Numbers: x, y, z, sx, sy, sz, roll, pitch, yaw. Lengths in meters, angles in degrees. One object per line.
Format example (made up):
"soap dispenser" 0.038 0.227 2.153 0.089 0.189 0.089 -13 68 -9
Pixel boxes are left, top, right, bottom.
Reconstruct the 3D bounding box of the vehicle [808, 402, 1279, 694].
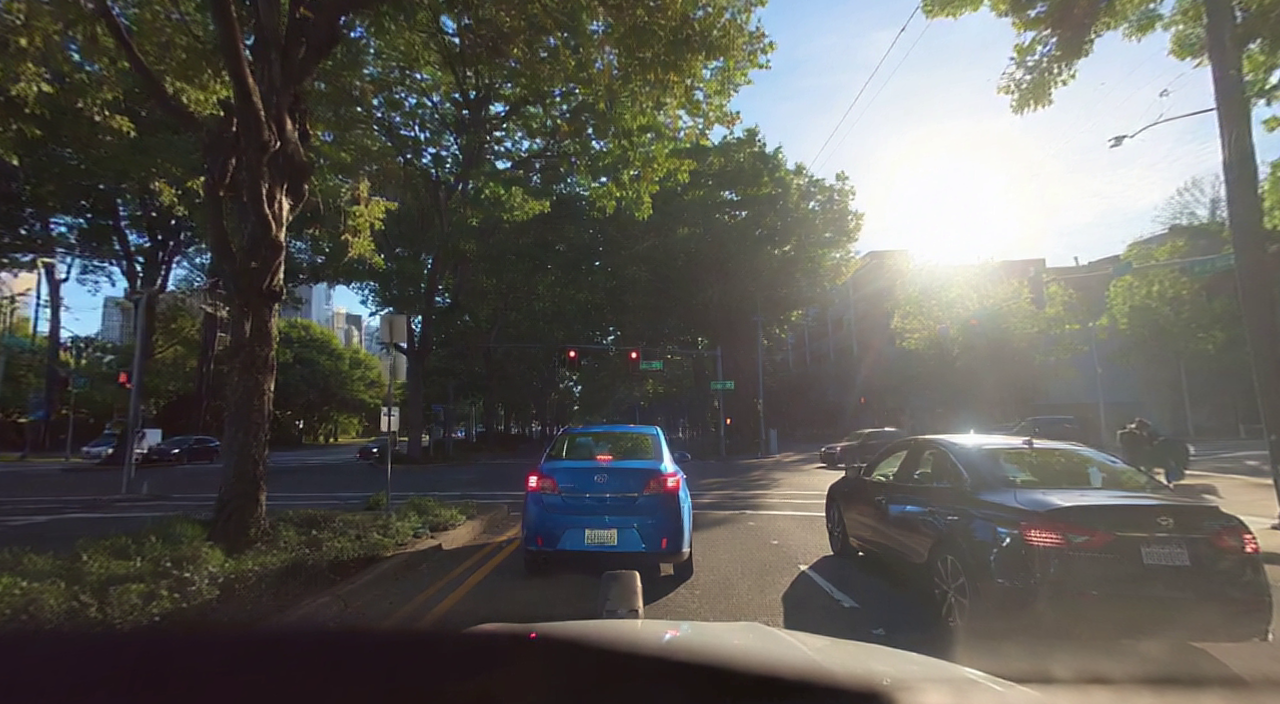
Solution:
"vehicle" 3.170 1.405 5.793 1.932 1.562 4.629 0 -9 -1

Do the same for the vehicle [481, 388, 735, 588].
"vehicle" -0.342 1.521 7.801 2.247 1.760 4.231 0 -9 -2
